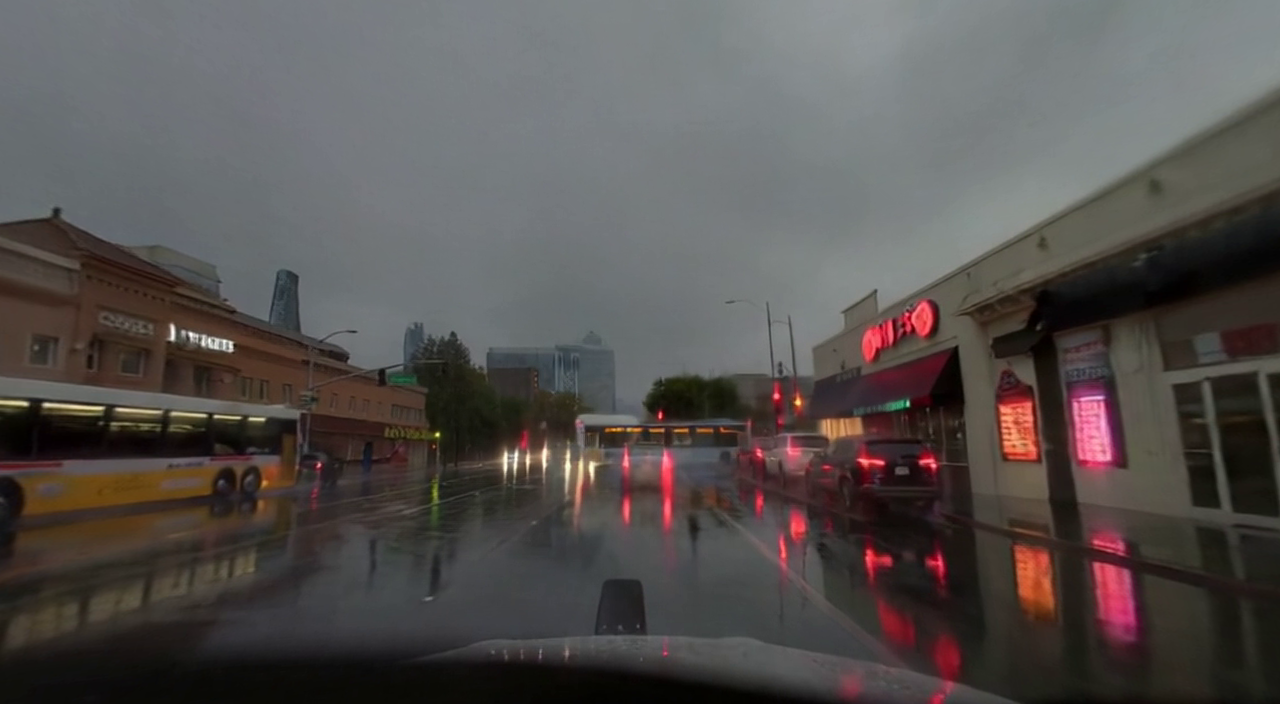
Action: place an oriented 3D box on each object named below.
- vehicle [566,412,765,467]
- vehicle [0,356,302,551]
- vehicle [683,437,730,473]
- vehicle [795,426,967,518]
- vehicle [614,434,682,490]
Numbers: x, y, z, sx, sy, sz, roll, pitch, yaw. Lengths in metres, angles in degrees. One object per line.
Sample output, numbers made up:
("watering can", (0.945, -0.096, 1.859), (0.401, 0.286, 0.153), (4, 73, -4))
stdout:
("vehicle", (1.721, 5.952, 42.883), (12.978, 3.538, 3.117), (0, -9, 3))
("vehicle", (-12.838, 2.277, 14.328), (3.356, 3.365, 12.460), (0, -9, 0))
("vehicle", (3.309, 5.217, 32.104), (2.222, 1.688, 3.952), (0, -9, 3))
("vehicle", (5.000, 2.553, 13.880), (2.014, 1.681, 4.332), (0, -9, -1))
("vehicle", (0.190, 3.739, 21.715), (2.089, 1.699, 4.650), (1, -9, -1))
